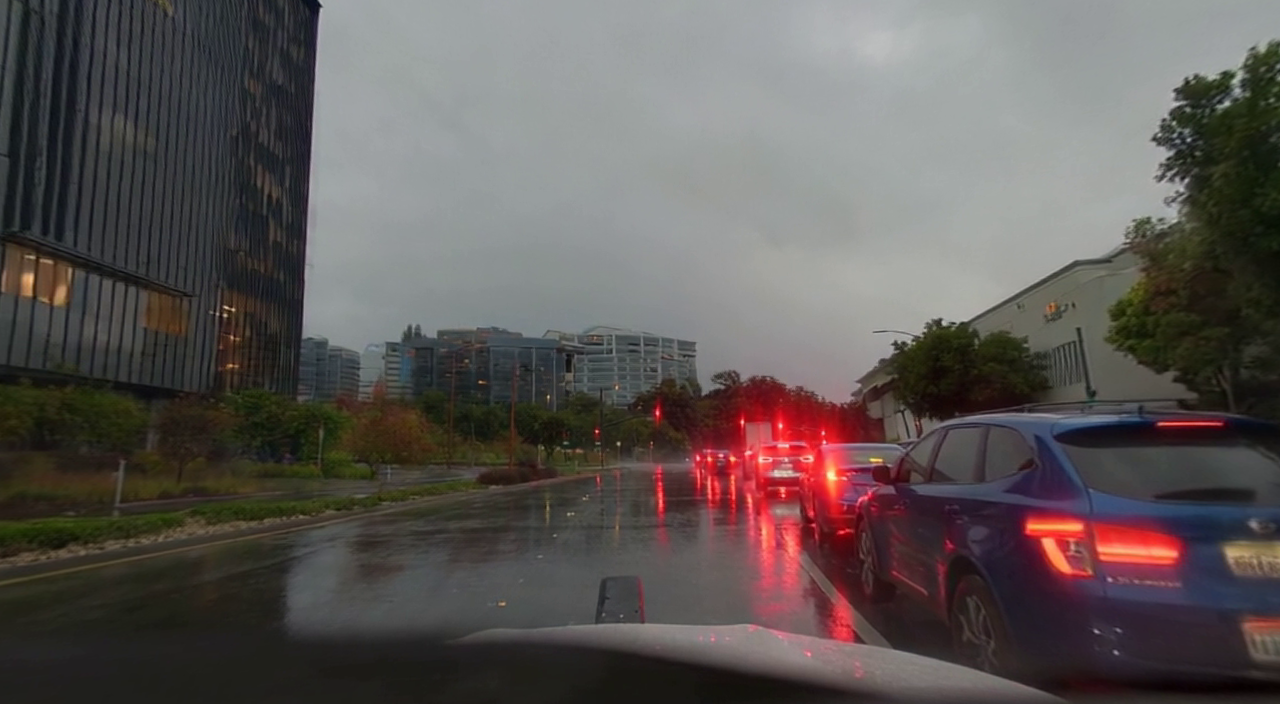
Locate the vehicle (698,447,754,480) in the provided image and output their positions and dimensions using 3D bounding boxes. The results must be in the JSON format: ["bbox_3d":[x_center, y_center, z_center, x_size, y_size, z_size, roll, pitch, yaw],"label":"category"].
[{"bbox_3d":[4.257,5.597,31.813,2.183,1.553,3.923,0,-9,-2],"label":"vehicle"}]

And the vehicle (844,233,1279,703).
[{"bbox_3d":[2.475,0.968,3.157,2.092,1.703,4.870,-2,-9,11],"label":"vehicle"}]

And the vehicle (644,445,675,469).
[{"bbox_3d":[1.549,8.146,49.152,2.121,1.728,4.161,-1,-9,5],"label":"vehicle"}]
